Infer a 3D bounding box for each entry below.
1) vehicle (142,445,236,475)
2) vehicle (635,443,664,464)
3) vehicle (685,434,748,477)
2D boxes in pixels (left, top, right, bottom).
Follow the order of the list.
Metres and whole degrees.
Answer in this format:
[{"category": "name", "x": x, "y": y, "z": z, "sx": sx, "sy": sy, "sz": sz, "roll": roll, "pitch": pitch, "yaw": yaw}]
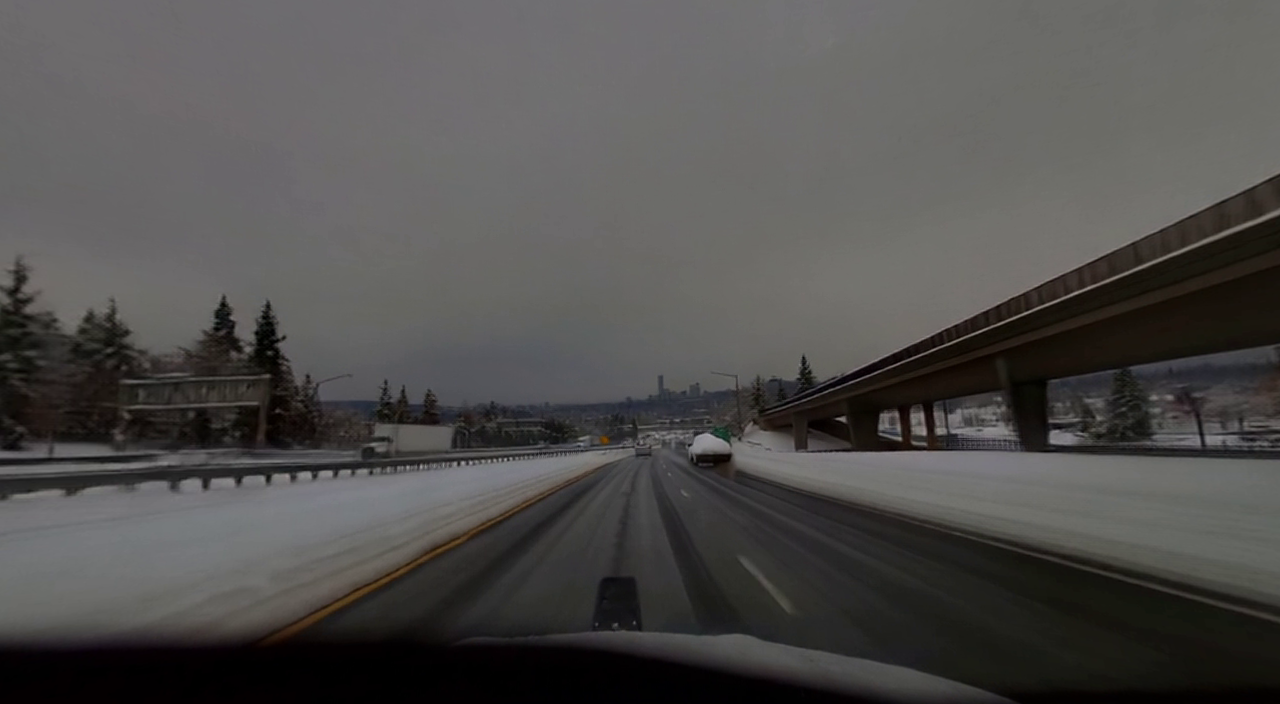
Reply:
[{"category": "vehicle", "x": -23.777, "y": 5.717, "z": 33.543, "sx": 1.740, "sy": 1.468, "sz": 4.371, "roll": 0, "pitch": -9, "yaw": 1}, {"category": "vehicle", "x": 0.714, "y": 7.635, "z": 47.569, "sx": 2.046, "sy": 1.475, "sz": 3.784, "roll": 0, "pitch": -9, "yaw": 1}, {"category": "vehicle", "x": 3.399, "y": 4.751, "z": 29.208, "sx": 2.226, "sy": 1.779, "sz": 4.835, "roll": 0, "pitch": -9, "yaw": -1}]
